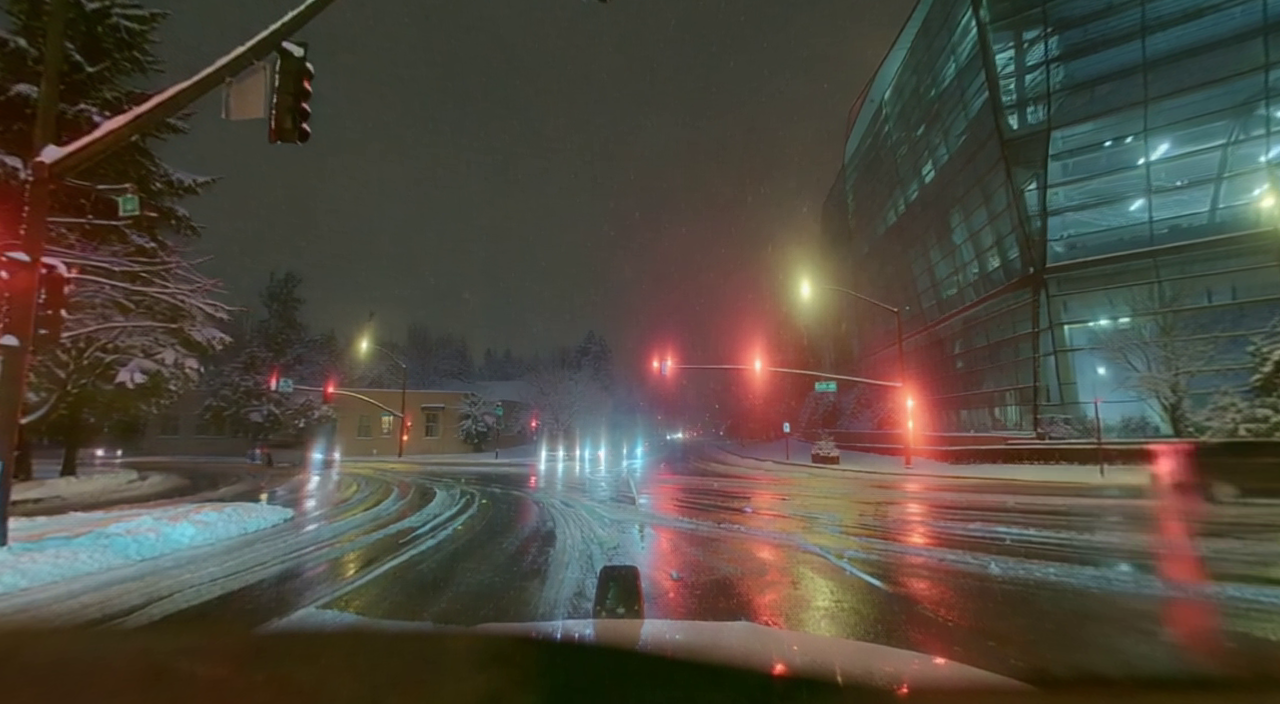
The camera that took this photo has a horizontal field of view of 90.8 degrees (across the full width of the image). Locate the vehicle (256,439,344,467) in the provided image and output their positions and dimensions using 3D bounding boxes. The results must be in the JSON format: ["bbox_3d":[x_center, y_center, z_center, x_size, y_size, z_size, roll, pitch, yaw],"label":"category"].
[{"bbox_3d":[-20.207,5.961,37.456,5.408,1.505,2.091,-6,-10,32],"label":"vehicle"}]

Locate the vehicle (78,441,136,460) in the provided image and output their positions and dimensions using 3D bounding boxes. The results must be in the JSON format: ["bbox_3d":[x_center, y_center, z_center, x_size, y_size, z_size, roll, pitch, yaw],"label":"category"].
[{"bbox_3d":[-42.229,7.785,49.992,4.380,1.455,1.869,-5,-10,28],"label":"vehicle"}]

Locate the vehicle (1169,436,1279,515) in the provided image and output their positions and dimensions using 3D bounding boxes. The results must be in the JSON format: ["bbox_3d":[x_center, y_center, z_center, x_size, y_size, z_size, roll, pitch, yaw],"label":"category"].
[{"bbox_3d":[13.320,2.427,12.548,4.110,1.511,1.883,-7,-11,37],"label":"vehicle"}]
